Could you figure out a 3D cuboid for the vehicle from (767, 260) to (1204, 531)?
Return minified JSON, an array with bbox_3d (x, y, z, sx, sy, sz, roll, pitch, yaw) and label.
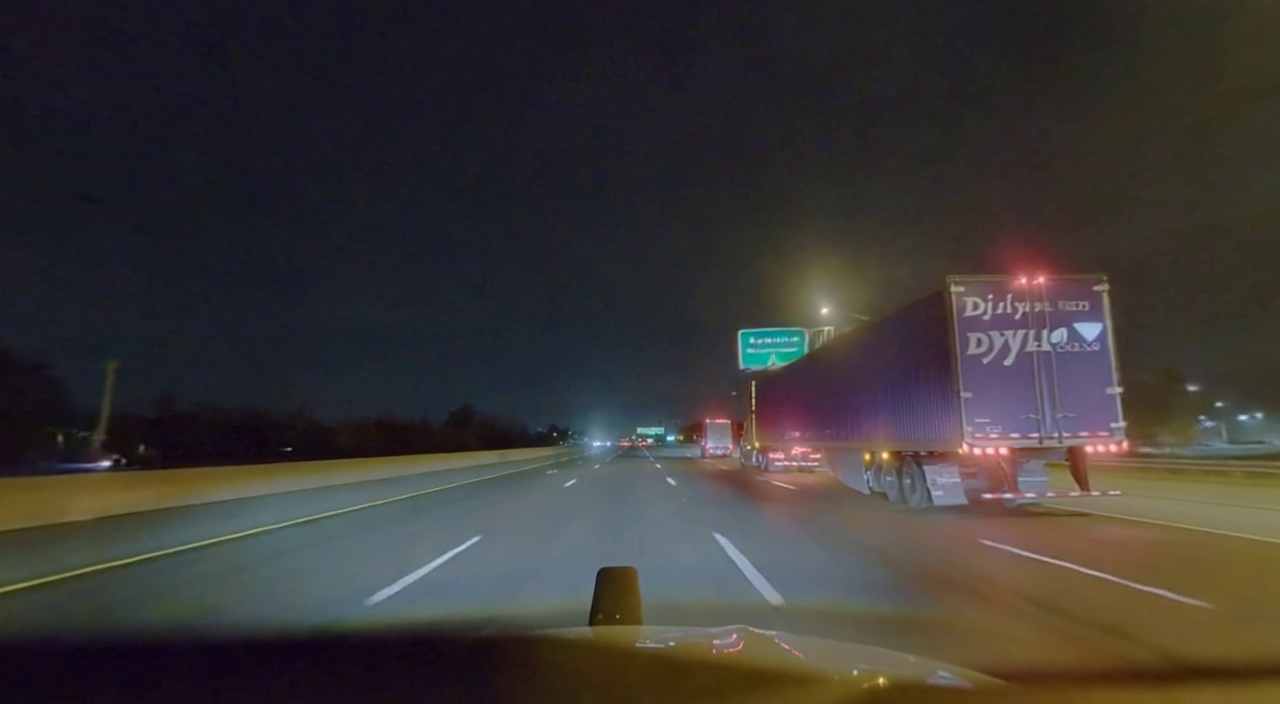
[{"bbox_3d":[6.572,1.752,17.269,2.962,3.947,16.241,0,-8,0],"label":"vehicle"}]
